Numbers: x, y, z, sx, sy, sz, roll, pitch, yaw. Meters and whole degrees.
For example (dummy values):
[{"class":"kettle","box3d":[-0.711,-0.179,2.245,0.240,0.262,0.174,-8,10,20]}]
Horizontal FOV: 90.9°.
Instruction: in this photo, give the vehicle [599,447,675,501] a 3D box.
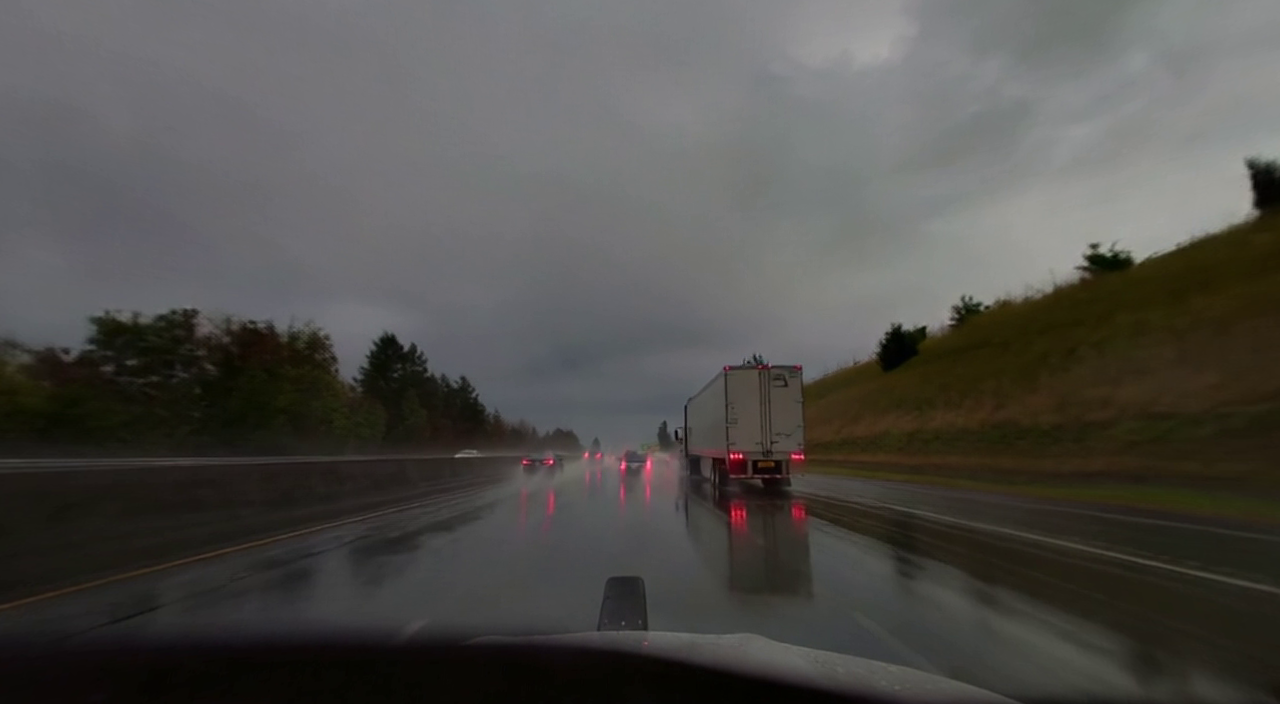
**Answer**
[{"class":"vehicle","box3d":[-0.098,3.590,18.917,2.023,1.400,4.028,0,-9,-1]}]

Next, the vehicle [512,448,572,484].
[{"class":"vehicle","box3d":[-4.310,5.105,28.529,2.017,1.460,4.382,0,-9,0]}]

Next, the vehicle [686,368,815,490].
[{"class":"vehicle","box3d":[4.248,3.683,28.445,2.905,4.109,14.332,0,-9,-1]}]
